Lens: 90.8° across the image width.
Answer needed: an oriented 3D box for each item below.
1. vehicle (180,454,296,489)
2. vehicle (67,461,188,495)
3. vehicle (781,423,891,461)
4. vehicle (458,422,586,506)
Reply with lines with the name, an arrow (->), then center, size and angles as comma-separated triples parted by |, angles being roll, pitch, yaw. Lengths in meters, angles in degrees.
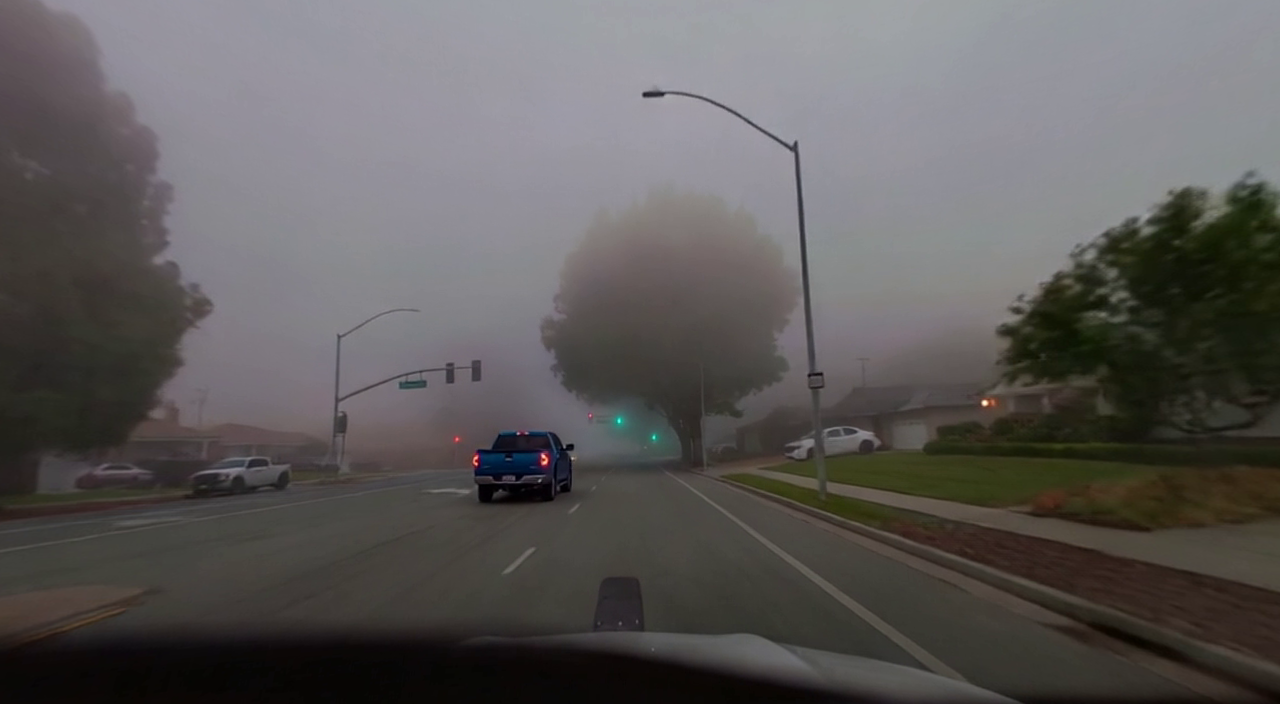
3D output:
vehicle -> -21.228, 6.316, 33.528 | 4.669, 1.745, 2.156 | -1, -9, 1
vehicle -> -26.867, 6.598, 33.250 | 4.497, 1.634, 1.991 | 0, -9, -3
vehicle -> 10.089, 4.690, 32.785 | 4.882, 1.839, 2.243 | 1, -9, -6
vehicle -> -3.140, 3.191, 18.412 | 2.508, 2.001, 5.880 | -1, -9, 1
